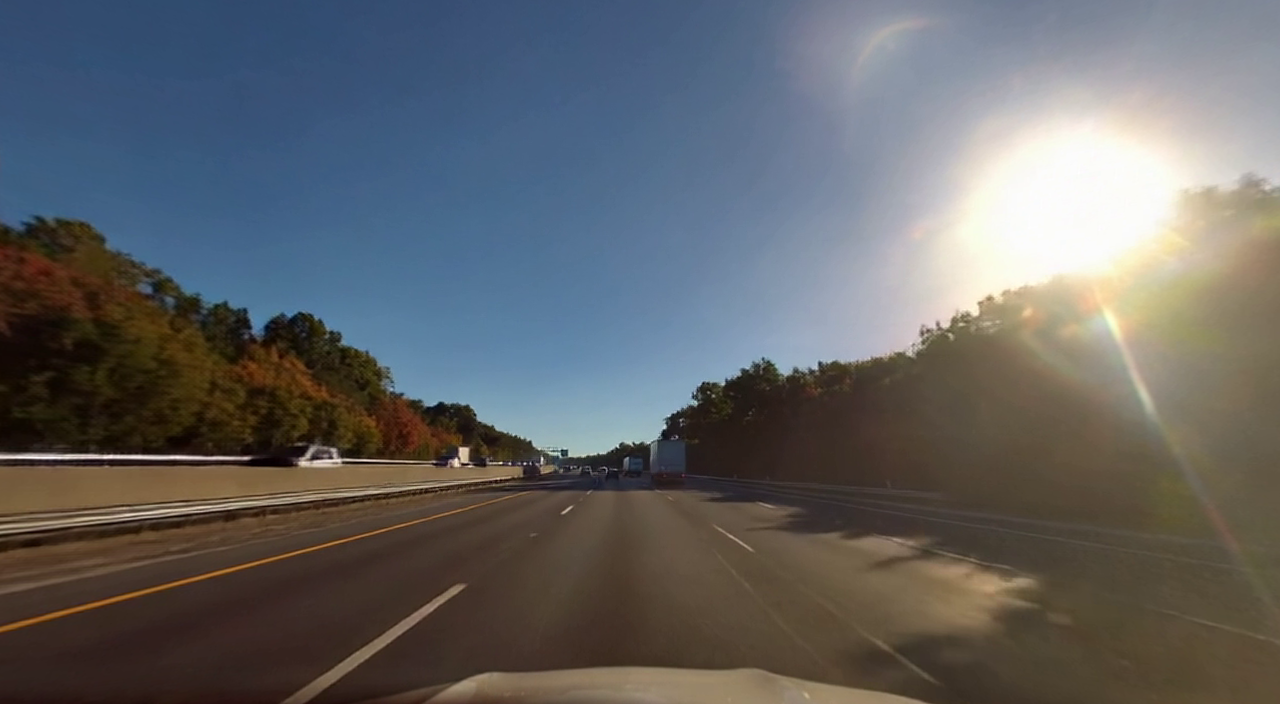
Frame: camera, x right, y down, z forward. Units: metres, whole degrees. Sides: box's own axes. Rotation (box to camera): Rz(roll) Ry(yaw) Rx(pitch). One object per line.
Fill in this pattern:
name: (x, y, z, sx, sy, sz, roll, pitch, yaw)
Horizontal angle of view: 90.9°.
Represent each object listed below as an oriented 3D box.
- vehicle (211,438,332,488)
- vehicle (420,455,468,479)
vehicle: (-11.721, 3.605, 20.336, 1.732, 1.414, 3.600, 1, -11, -1)
vehicle: (-12.942, 7.660, 41.850, 1.858, 1.451, 4.401, 1, -11, -1)
